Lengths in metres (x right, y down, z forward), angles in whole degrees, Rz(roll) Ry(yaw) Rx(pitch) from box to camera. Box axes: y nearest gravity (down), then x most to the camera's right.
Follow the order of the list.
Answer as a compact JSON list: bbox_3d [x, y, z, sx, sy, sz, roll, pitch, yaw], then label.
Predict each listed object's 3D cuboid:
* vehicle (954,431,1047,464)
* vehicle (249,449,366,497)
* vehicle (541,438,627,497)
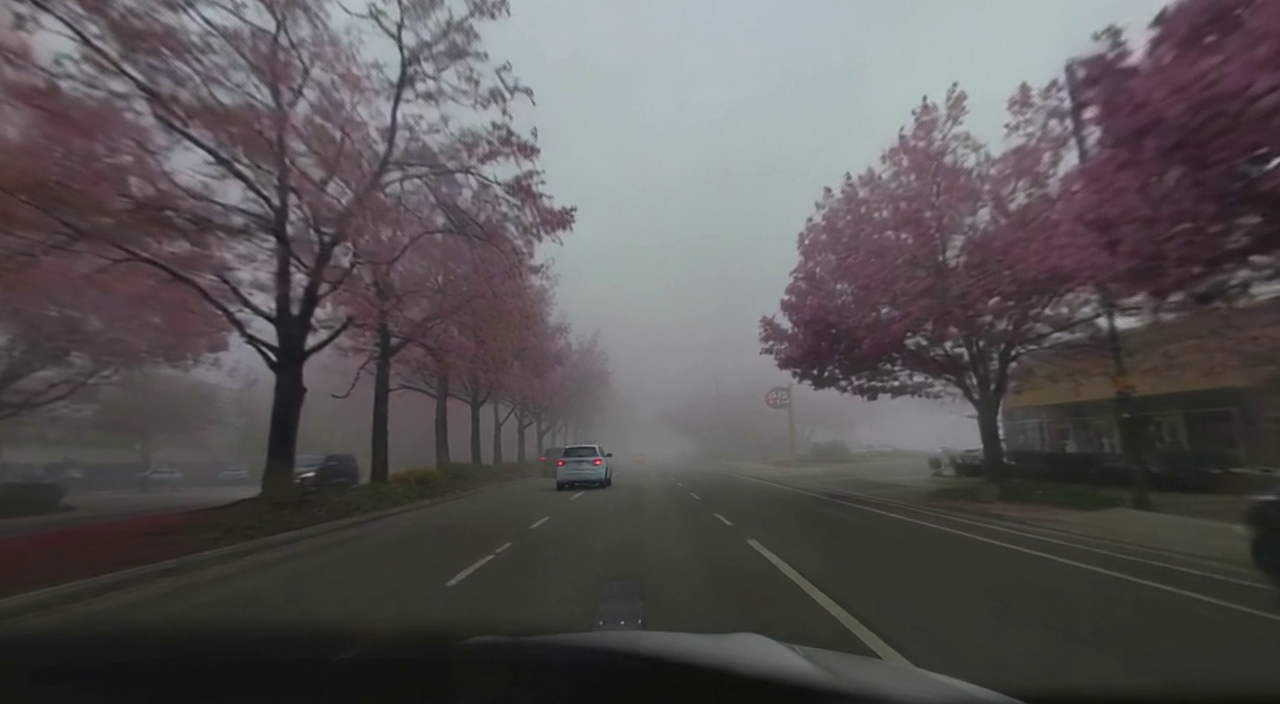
[{"bbox_3d":[23.046,6.188,40.559,2.265,1.904,6.201,-2,-9,-1],"label":"vehicle"},{"bbox_3d":[-12.584,4.570,24.151,2.071,1.619,4.567,0,-8,-1],"label":"vehicle"},{"bbox_3d":[-1.705,3.735,20.731,2.149,1.701,4.379,-1,-8,4],"label":"vehicle"}]
